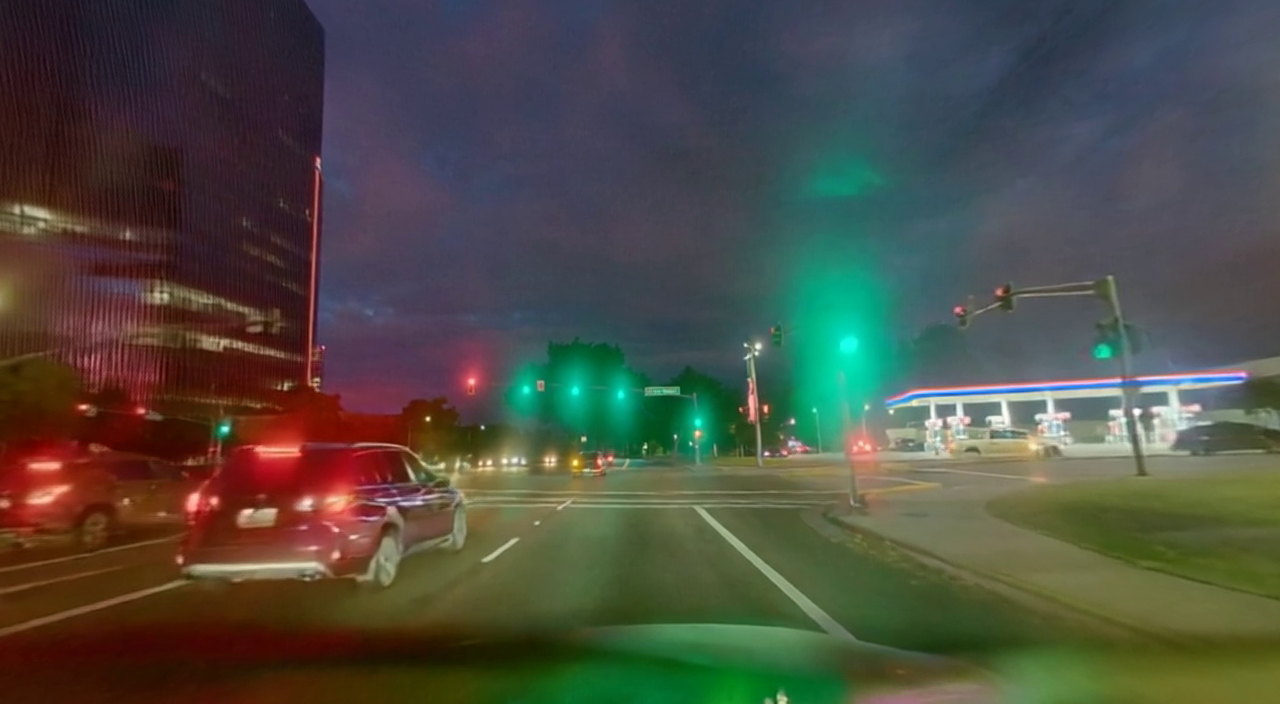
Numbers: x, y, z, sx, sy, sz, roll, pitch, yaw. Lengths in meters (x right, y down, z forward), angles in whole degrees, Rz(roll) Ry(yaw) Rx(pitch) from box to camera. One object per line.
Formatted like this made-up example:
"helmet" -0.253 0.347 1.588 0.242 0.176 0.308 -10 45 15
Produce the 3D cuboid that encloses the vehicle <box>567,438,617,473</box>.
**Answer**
"vehicle" -2.984 6.638 40.679 2.602 2.091 6.347 0 -8 1

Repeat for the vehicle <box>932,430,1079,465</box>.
"vehicle" 17.285 4.566 30.187 5.708 1.585 2.070 -3 -9 18

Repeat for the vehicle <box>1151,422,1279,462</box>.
"vehicle" 25.519 3.900 27.371 4.700 1.579 1.823 -4 -8 19

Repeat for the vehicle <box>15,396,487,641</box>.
"vehicle" -3.312 1.504 6.732 2.183 1.731 4.338 0 -8 1
